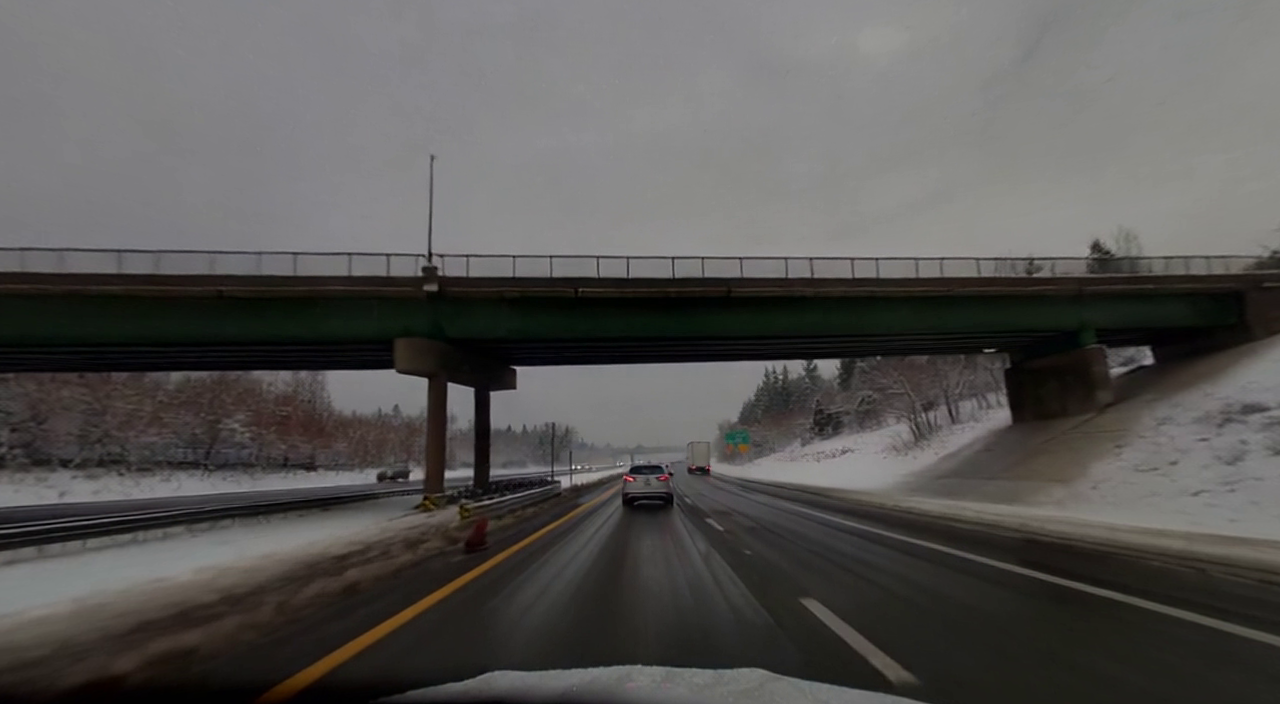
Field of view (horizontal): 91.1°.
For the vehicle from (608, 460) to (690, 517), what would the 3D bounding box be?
[{"bbox_3d":[0.255,3.972,18.582,2.156,1.444,3.762,1,-10,0],"label":"vehicle"}]
